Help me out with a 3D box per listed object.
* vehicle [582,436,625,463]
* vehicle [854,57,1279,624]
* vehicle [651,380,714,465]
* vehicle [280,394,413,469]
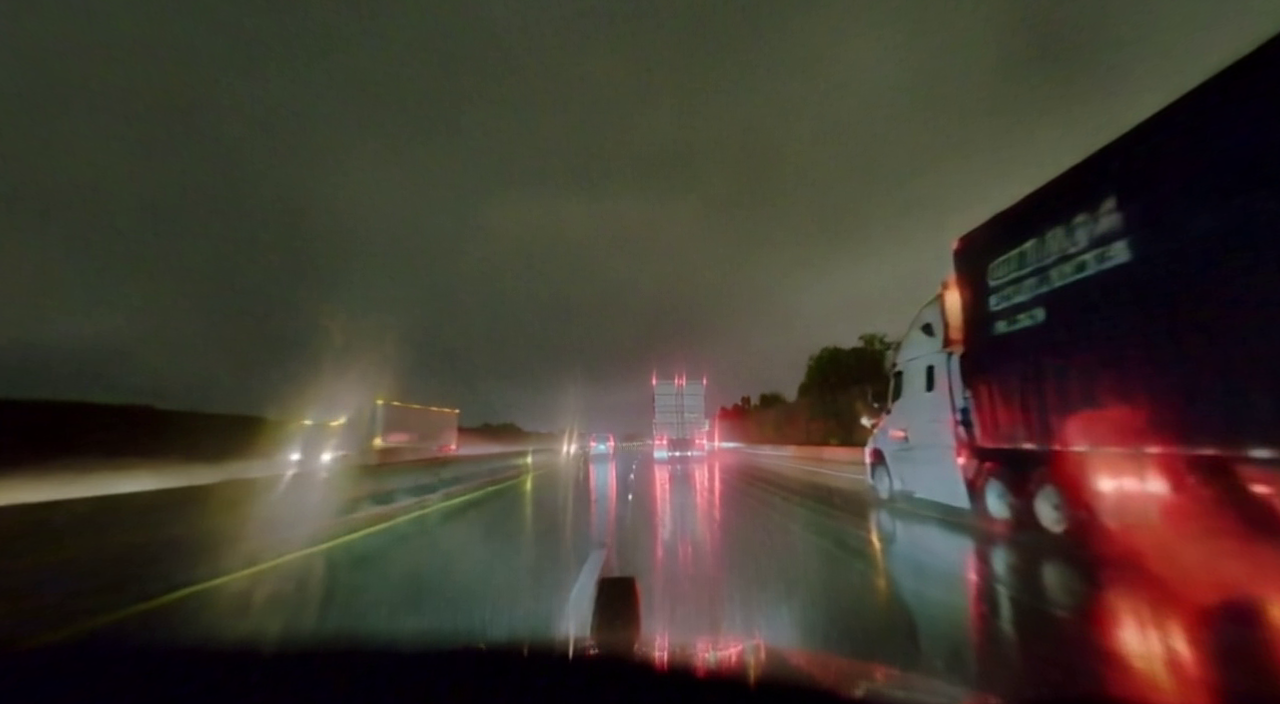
[{"bbox_3d":[-2.151,5.980,38.941,2.208,1.542,5.138,0,-8,1],"label":"vehicle"},{"bbox_3d":[6.003,0.406,8.091,2.946,3.946,10.224,0,-8,0],"label":"vehicle"},{"bbox_3d":[2.252,4.274,37.139,2.966,4.072,13.408,-1,-8,2],"label":"vehicle"},{"bbox_3d":[-17.494,4.915,38.695,3.026,3.971,10.127,0,-8,1],"label":"vehicle"}]
